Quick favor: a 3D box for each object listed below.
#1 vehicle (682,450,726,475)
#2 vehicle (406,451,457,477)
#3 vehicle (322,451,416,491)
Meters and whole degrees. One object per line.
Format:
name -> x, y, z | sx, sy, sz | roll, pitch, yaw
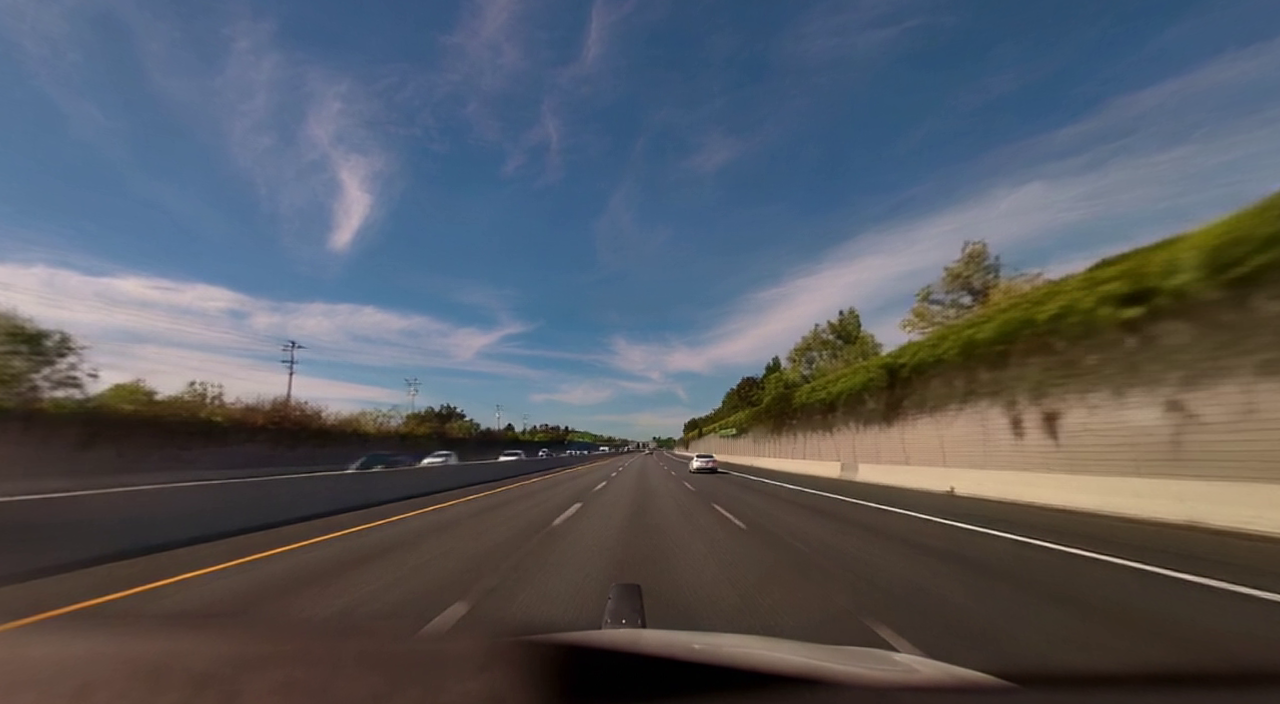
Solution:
vehicle -> 3.690, 6.474, 37.110 | 2.065, 1.400, 4.028 | 0, -9, -1
vehicle -> -14.285, 7.654, 43.383 | 1.988, 1.638, 4.260 | 0, -9, 0
vehicle -> -11.339, 4.984, 26.789 | 1.879, 1.511, 4.778 | 0, -9, 0
